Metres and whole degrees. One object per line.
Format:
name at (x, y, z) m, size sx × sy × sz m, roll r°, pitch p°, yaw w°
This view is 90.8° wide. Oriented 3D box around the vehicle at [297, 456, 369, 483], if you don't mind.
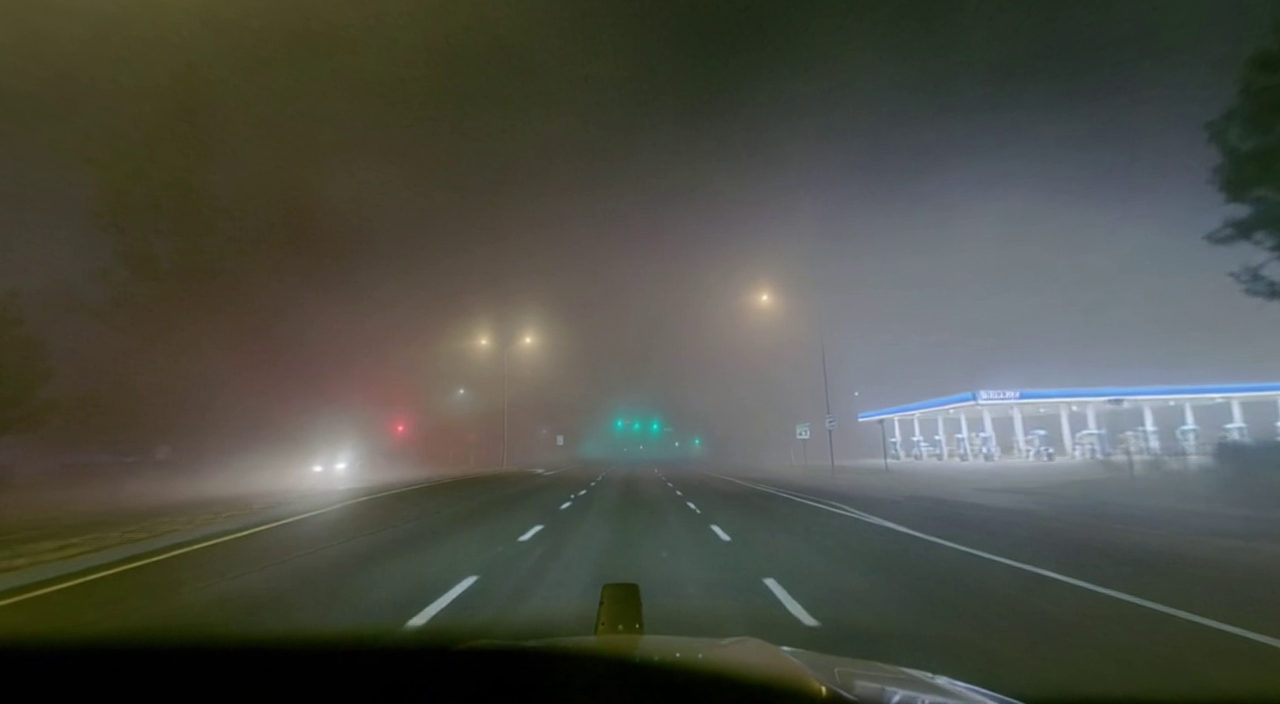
vehicle at (-18.575, 7.095, 38.445) m, size 2.048 × 1.479 × 4.490 m, roll 0°, pitch -8°, yaw 1°
